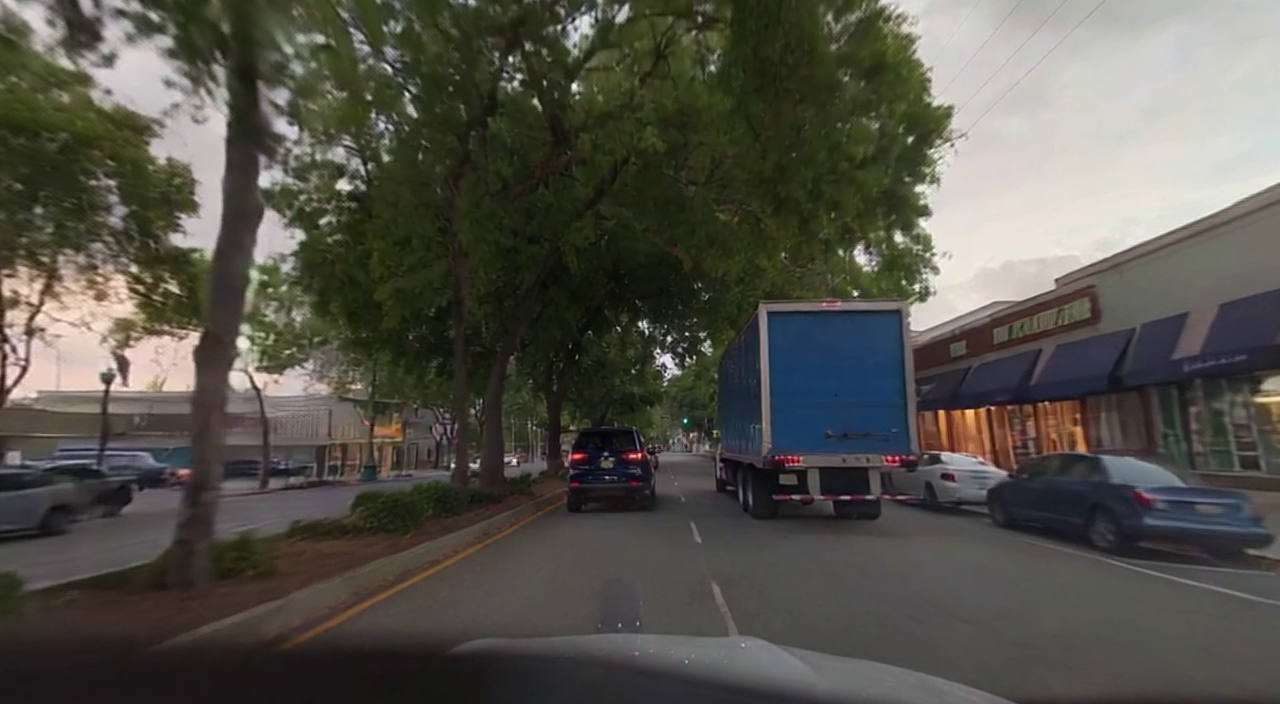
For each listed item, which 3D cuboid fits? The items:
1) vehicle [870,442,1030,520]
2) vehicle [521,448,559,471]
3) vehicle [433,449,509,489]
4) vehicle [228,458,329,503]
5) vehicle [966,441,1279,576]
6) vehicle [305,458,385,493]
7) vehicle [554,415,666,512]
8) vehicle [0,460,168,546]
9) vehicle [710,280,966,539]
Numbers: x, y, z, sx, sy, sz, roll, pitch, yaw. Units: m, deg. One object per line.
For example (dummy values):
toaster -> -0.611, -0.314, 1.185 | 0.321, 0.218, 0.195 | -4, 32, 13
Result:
vehicle -> 7.173, 2.978, 15.190 | 1.739, 1.582, 4.282 | 0, -9, 1
vehicle -> -7.327, 7.934, 46.864 | 1.937, 1.641, 4.575 | -1, -9, 2
vehicle -> -7.122, 4.962, 27.130 | 2.056, 1.534, 4.645 | 0, -9, -1
vehicle -> -15.705, 5.552, 27.731 | 1.841, 1.567, 4.413 | -5, -9, 1
vehicle -> 6.855, 2.111, 9.379 | 1.929, 1.522, 4.158 | -1, -9, 3
vehicle -> -15.528, 6.489, 33.531 | 1.874, 1.506, 4.781 | -5, -9, 1
vehicle -> -0.541, 2.740, 15.886 | 2.293, 2.036, 4.853 | -1, -9, 3
vehicle -> -12.310, 2.963, 12.744 | 1.966, 1.442, 4.466 | -1, -9, 3
vehicle -> 3.879, 1.864, 16.734 | 3.007, 4.206, 12.913 | 0, -9, 2
